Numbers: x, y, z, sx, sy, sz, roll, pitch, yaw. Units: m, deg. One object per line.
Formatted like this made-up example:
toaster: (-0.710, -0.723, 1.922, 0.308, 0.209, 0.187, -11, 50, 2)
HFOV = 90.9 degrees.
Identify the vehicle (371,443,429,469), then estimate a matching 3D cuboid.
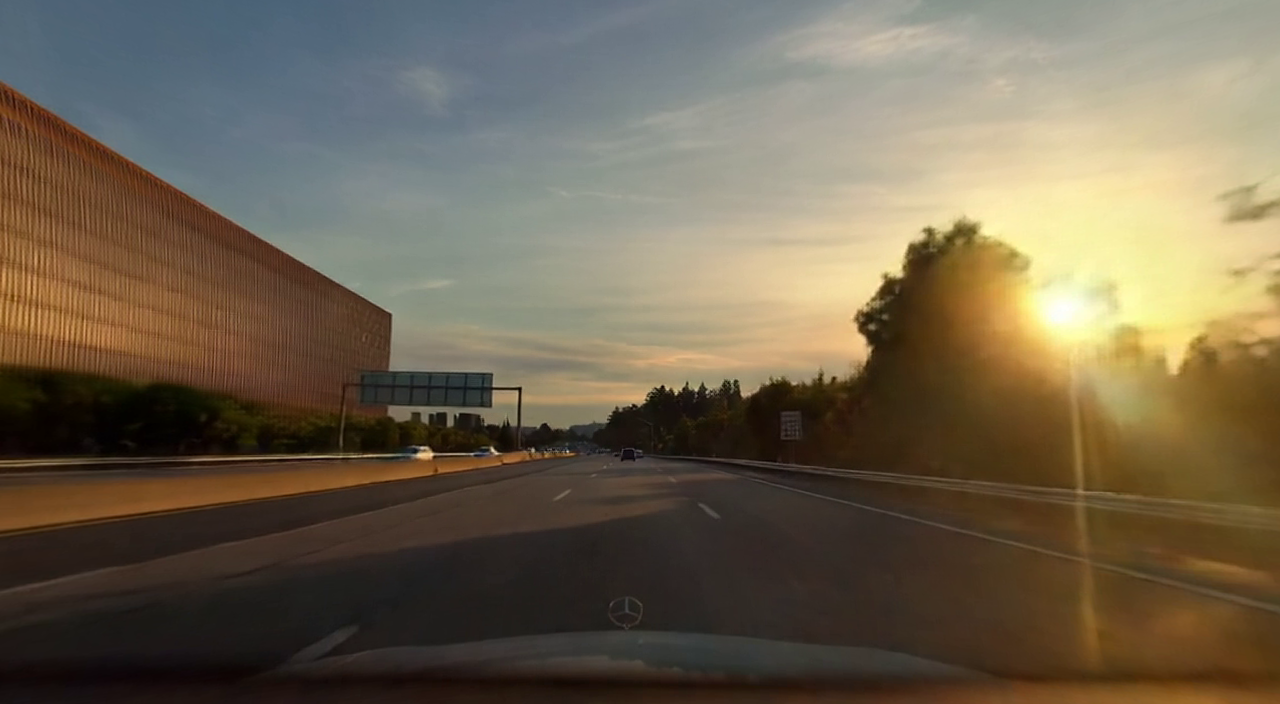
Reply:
vehicle: (-14.973, 6.516, 39.610, 1.842, 1.473, 4.625, 0, -9, 0)
